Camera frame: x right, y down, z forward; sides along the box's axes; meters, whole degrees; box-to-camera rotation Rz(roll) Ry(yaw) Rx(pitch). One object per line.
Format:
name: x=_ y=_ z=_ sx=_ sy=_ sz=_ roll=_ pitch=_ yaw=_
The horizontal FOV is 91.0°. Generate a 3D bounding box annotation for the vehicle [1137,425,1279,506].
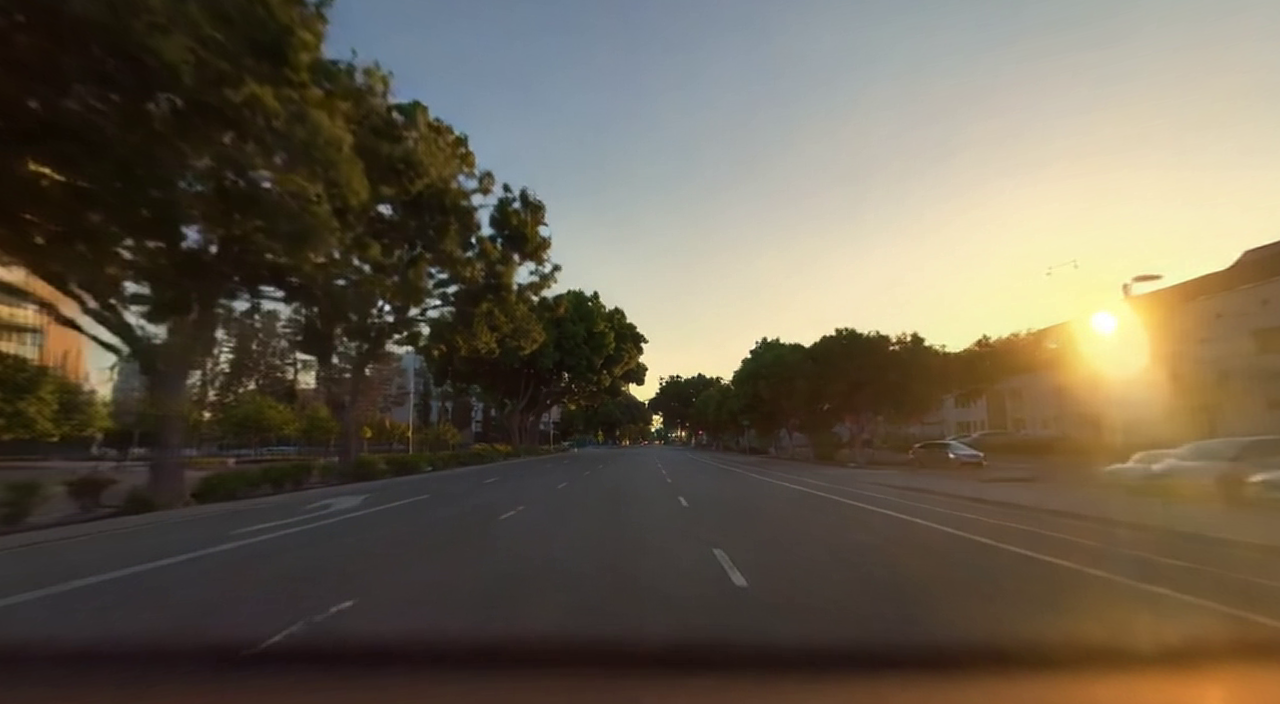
vehicle: x=15.003 y=2.604 z=14.737 sx=4.790 sy=1.737 sz=2.137 roll=-1 pitch=-8 yaw=2

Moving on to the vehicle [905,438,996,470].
vehicle: x=15.344 y=5.051 z=31.429 sx=1.931 sy=1.475 sz=4.671 roll=0 pitch=-8 yaw=-3
